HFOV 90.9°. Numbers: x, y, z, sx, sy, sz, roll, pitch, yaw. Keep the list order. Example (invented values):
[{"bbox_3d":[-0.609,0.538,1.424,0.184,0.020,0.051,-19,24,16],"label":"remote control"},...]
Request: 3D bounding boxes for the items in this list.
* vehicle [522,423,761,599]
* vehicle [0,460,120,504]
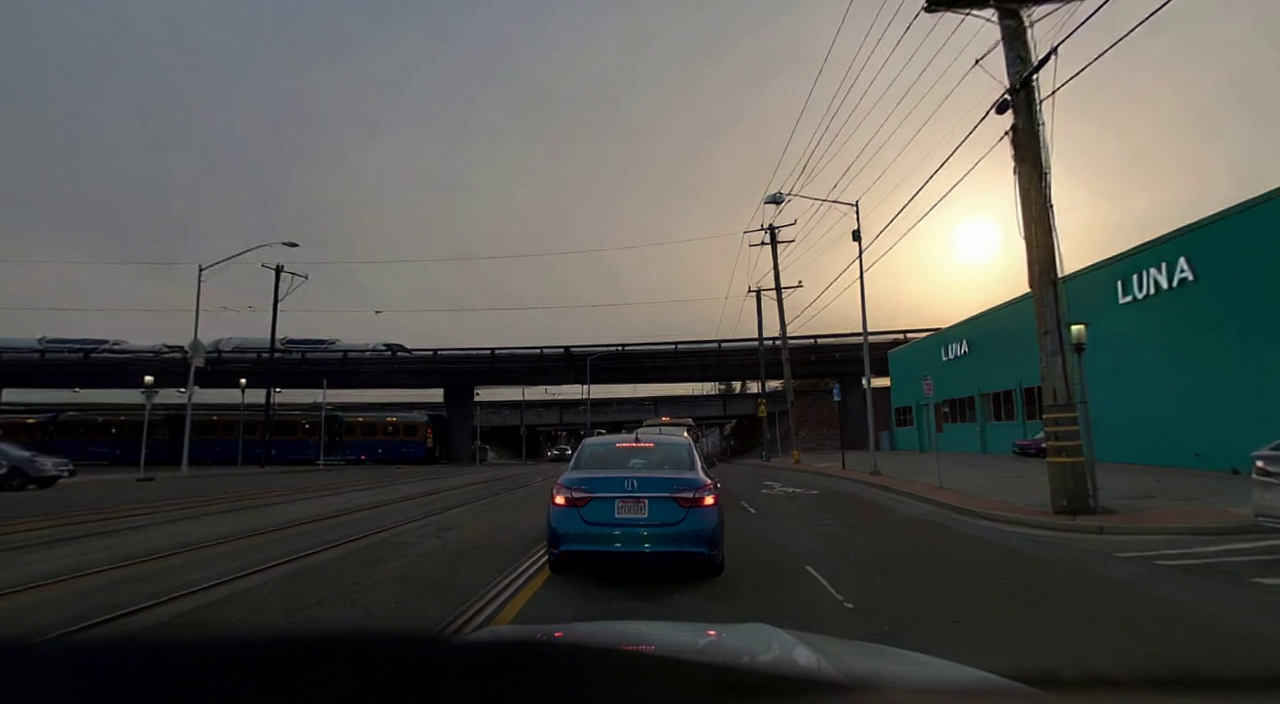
[{"bbox_3d":[0.095,1.706,7.619,2.090,1.518,4.033,-1,-9,3],"label":"vehicle"},{"bbox_3d":[-21.923,4.676,22.850,4.566,1.453,1.935,-1,-9,5],"label":"vehicle"}]
